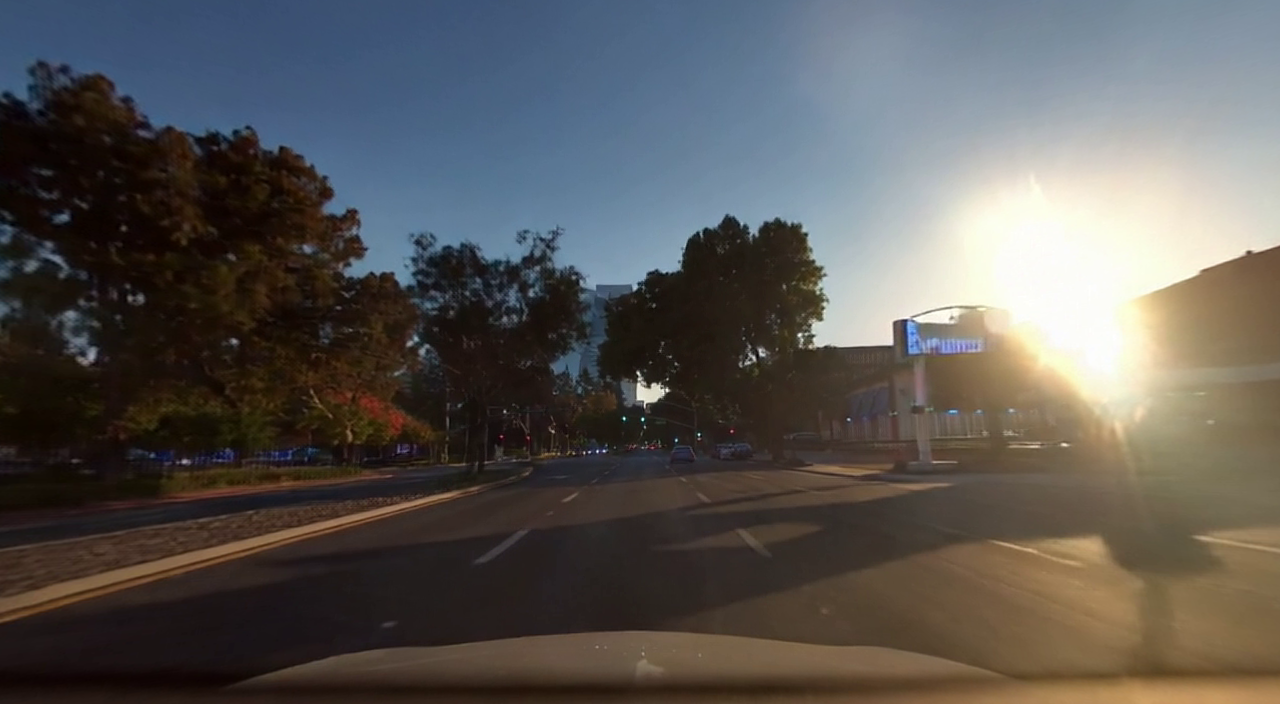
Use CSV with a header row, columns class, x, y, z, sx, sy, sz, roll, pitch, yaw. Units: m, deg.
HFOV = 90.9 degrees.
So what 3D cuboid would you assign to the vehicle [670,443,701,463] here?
class,x,y,z,sx,sy,sz,roll,pitch,yaw
vehicle,3.459,7.763,48.722,2.057,1.470,4.454,0,-8,0
